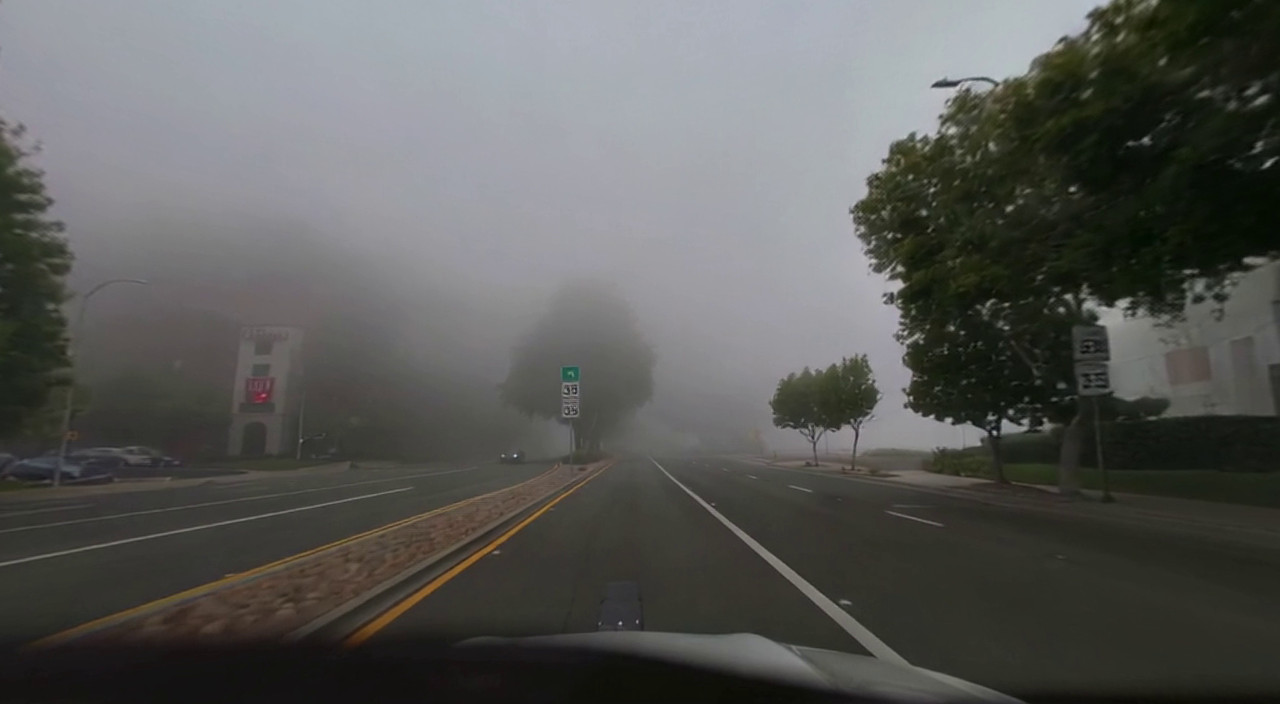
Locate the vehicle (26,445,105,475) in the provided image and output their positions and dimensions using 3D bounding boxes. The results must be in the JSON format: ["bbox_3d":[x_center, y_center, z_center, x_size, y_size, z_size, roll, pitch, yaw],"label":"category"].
[{"bbox_3d":[-41.322,7.769,45.549,1.965,2.013,4.085,0,-8,-5],"label":"vehicle"}]

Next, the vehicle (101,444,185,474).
[{"bbox_3d":[-35.790,7.665,45.708,2.083,2.034,5.018,0,-8,-2],"label":"vehicle"}]
